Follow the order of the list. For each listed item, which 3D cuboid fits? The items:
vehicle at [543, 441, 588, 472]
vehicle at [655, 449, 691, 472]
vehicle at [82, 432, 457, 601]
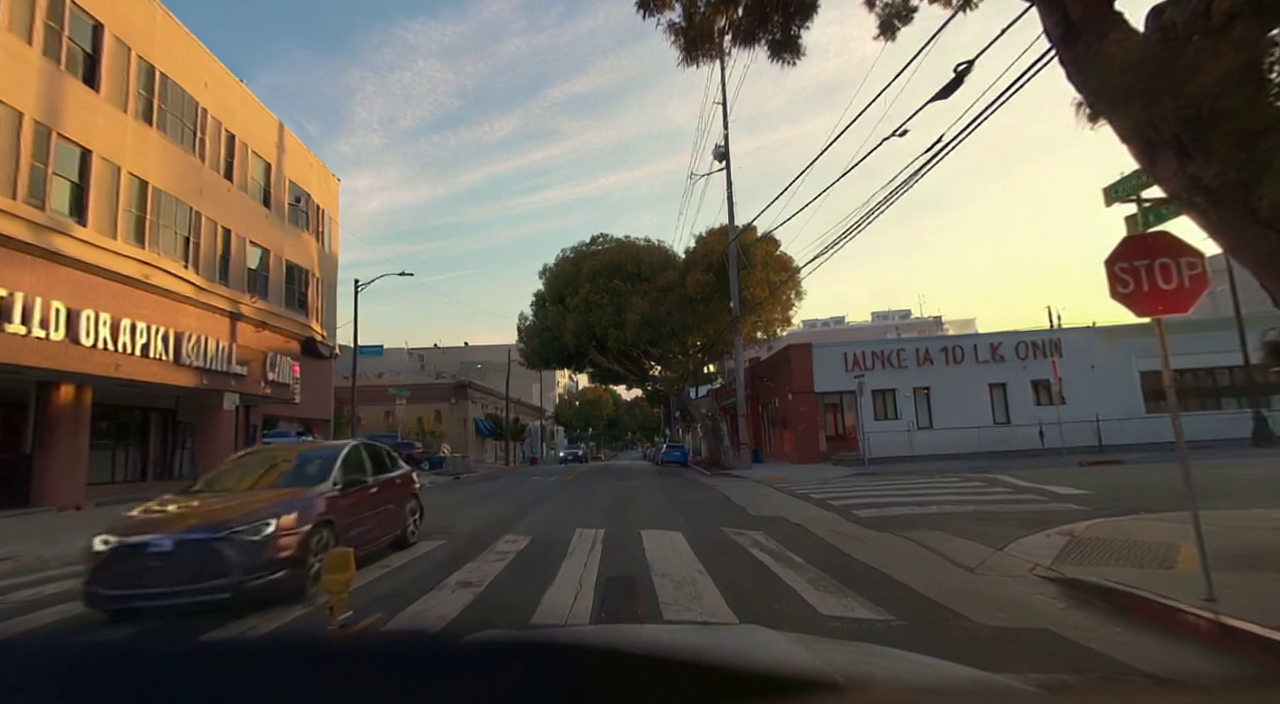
[{"bbox_3d":[-4.899,6.936,42.186,2.495,1.966,4.846,0,-8,-1],"label":"vehicle"},{"bbox_3d":[2.102,7.032,41.259,1.877,1.373,3.854,0,-8,-4],"label":"vehicle"},{"bbox_3d":[-4.033,1.832,8.086,2.140,1.512,4.536,0,-8,-1],"label":"vehicle"}]
